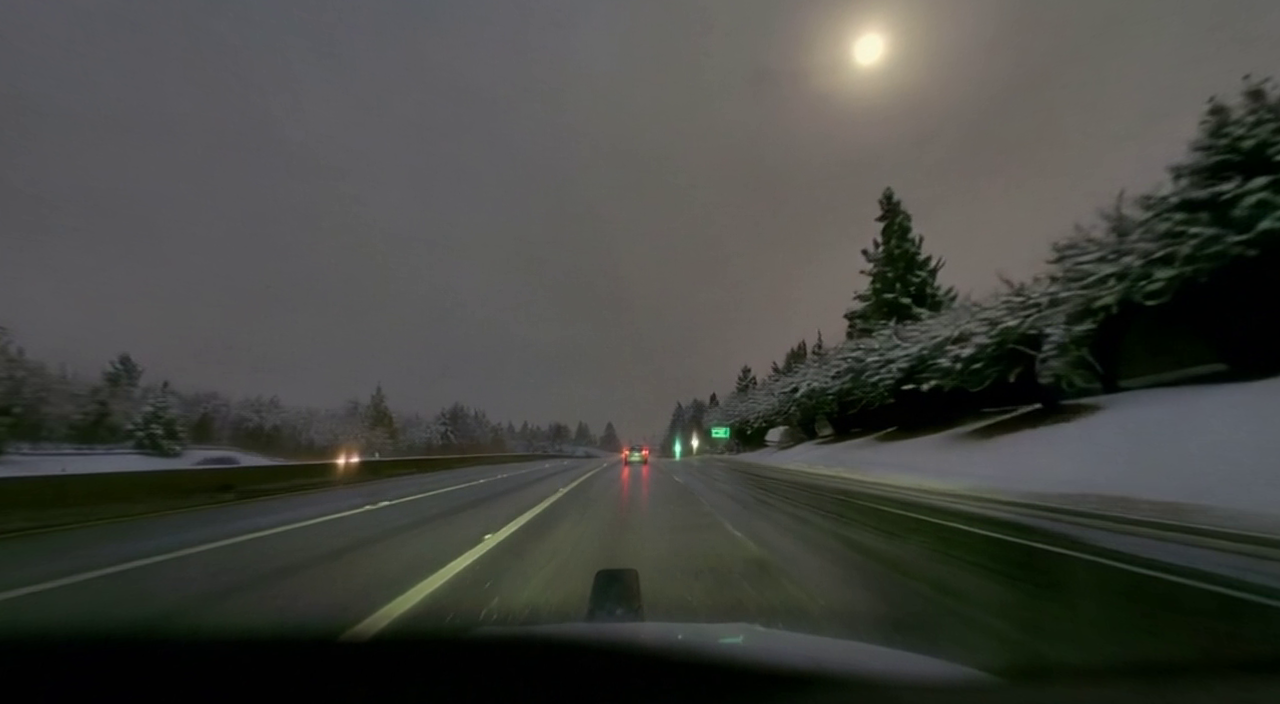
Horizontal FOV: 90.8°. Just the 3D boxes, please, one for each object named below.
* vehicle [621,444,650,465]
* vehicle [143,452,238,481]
[{"bbox_3d":[-0.365,7.506,46.381,2.025,1.460,4.189,0,-9,-1],"label":"vehicle"},{"bbox_3d":[-25.832,6.556,36.555,1.939,1.501,4.767,0,-9,0],"label":"vehicle"}]
